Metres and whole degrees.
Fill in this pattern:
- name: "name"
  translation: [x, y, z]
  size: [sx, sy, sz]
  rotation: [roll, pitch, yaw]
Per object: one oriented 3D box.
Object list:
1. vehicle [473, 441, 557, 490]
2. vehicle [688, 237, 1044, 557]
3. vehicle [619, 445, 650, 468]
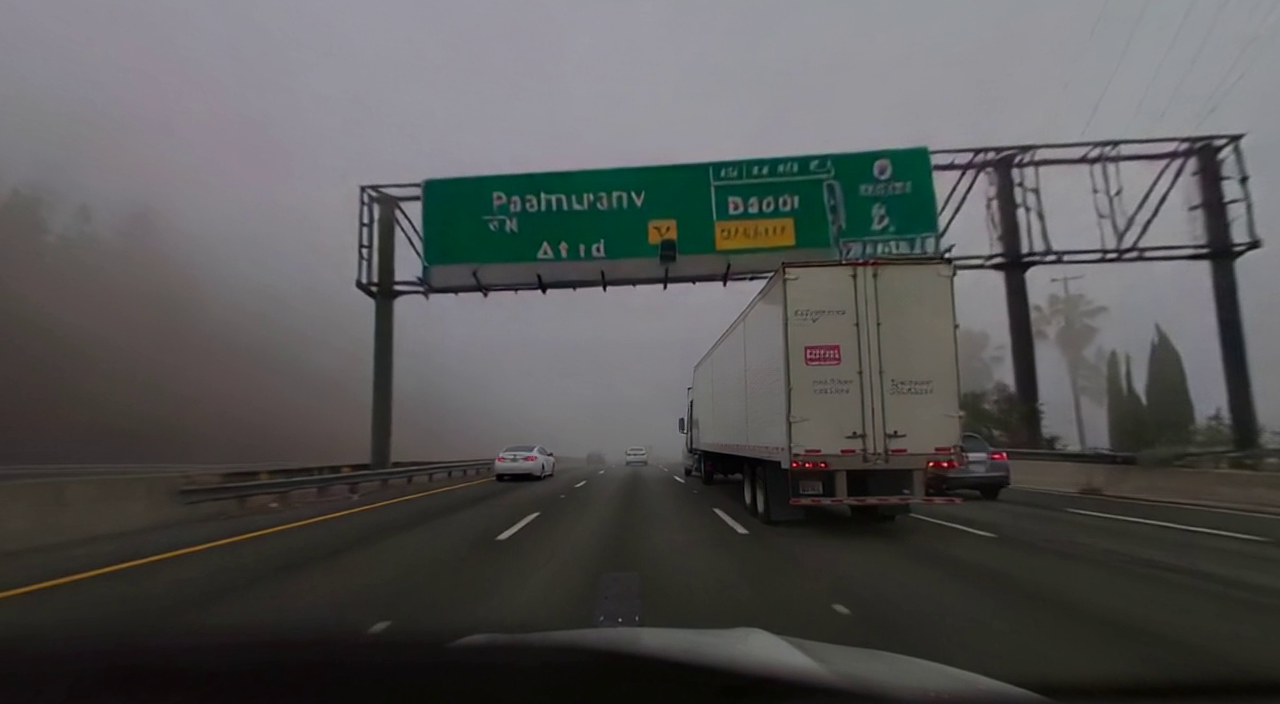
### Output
- name: "vehicle"
  translation: [-4.157, 3.825, 21.581]
  size: [1.968, 1.507, 3.829]
  rotation: [0, -8, 2]
- name: "vehicle"
  translation: [3.442, 1.675, 16.112]
  size: [2.907, 4.109, 16.177]
  rotation: [0, -8, -1]
- name: "vehicle"
  translation: [-0.322, 7.215, 43.634]
  size: [2.047, 1.485, 3.938]
  rotation: [0, -8, 1]
